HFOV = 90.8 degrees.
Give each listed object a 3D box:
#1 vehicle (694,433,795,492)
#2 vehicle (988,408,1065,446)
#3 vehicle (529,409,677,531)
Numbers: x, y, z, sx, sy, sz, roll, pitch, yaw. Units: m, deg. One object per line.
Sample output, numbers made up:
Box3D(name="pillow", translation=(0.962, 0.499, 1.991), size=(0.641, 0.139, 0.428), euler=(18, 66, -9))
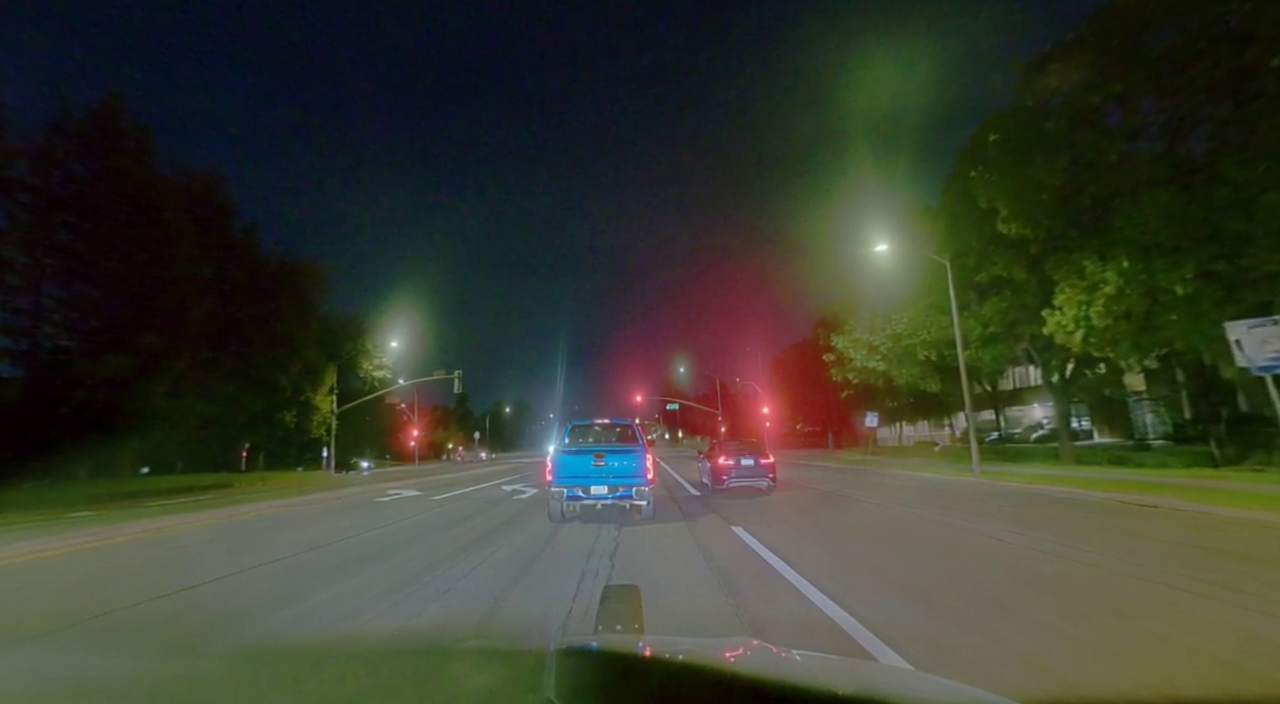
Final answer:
Box3D(name="vehicle", translation=(2.848, 3.128, 18.310), size=(2.073, 1.484, 4.437), euler=(0, -8, -1))
Box3D(name="vehicle", translation=(30.335, 5.961, 49.745), size=(2.892, 2.881, 4.178), euler=(2, -9, -16))
Box3D(name="vehicle", translation=(-0.534, 2.063, 11.631), size=(2.145, 1.762, 4.731), euler=(0, -8, 0))
